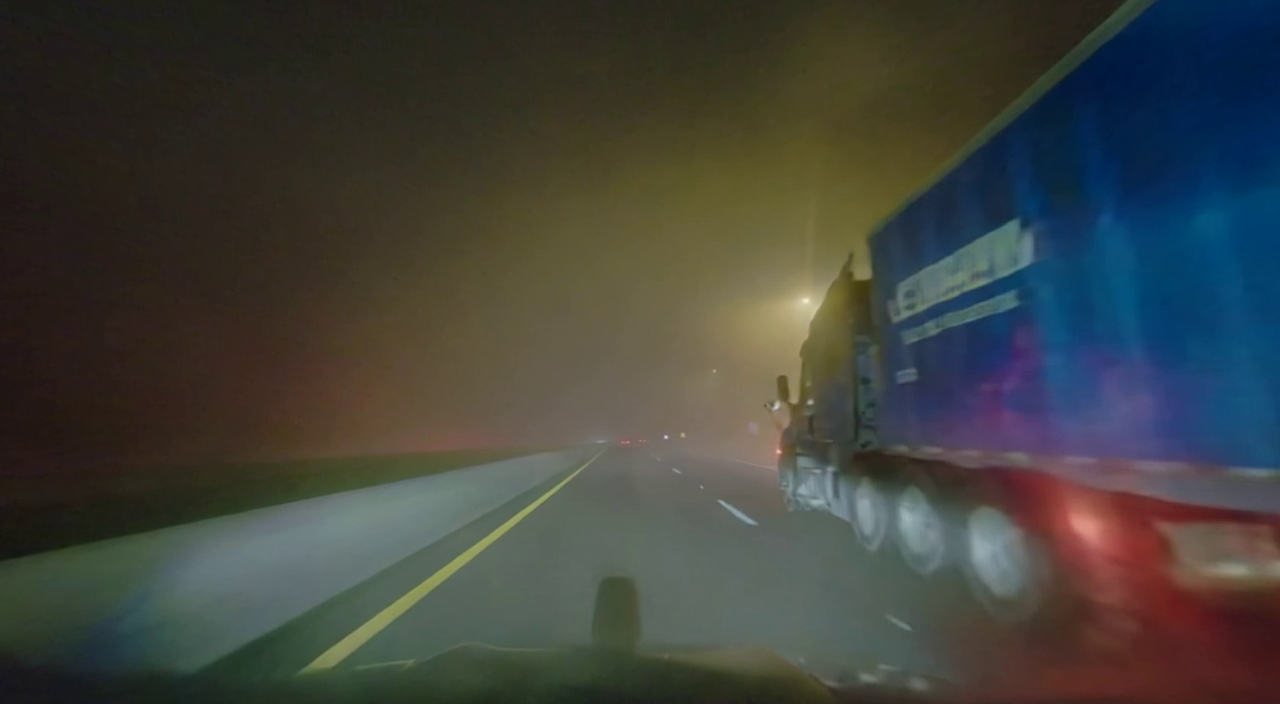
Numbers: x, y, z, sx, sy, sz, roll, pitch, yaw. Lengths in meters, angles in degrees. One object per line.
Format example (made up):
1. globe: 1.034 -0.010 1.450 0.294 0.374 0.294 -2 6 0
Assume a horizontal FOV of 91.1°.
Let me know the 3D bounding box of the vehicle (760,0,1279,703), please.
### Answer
1. vehicle: 3.994 0.252 7.380 2.995 3.964 10.329 0 -8 -1
